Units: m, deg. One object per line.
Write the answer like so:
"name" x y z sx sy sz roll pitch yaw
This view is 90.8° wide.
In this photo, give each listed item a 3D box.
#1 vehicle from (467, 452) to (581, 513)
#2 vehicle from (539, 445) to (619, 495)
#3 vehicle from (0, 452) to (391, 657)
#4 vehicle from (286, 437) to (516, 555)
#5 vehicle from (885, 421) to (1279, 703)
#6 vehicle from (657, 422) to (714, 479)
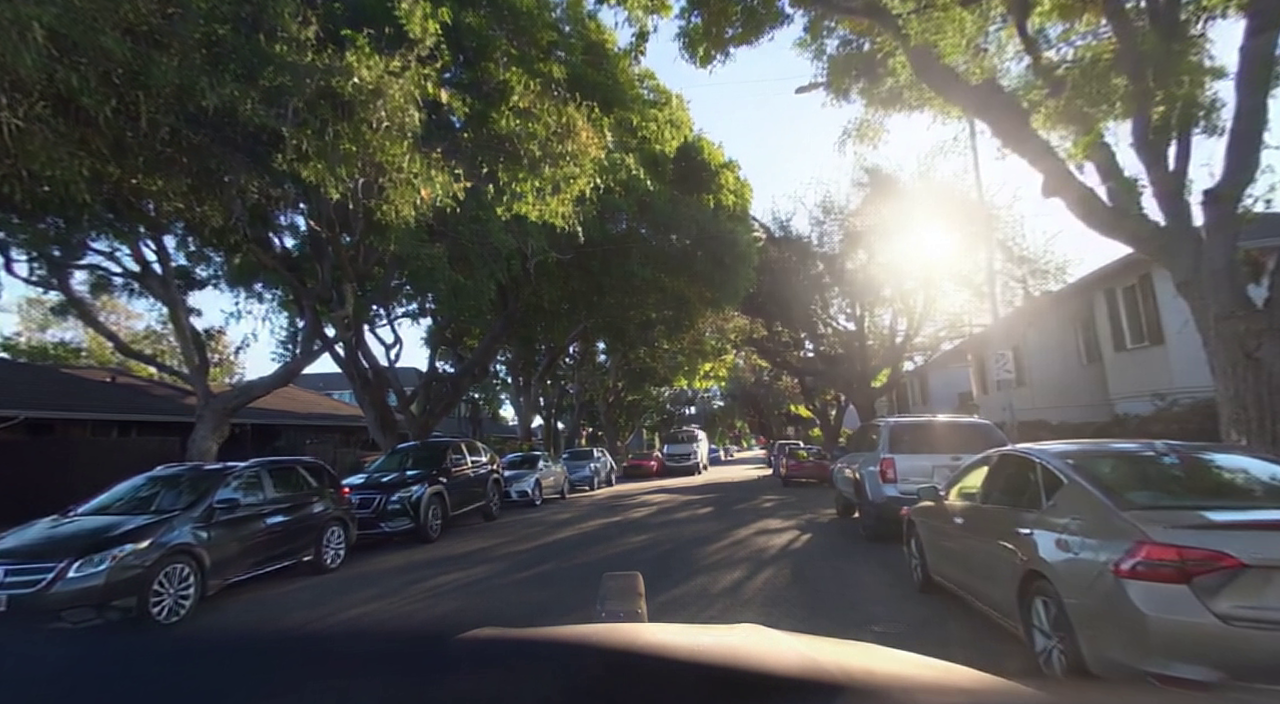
"vehicle" -3.217 3.734 18.636 1.861 1.474 4.749 -1 -8 8
"vehicle" -2.324 4.683 25.648 2.002 1.781 5.380 -1 -8 8
"vehicle" -4.884 1.939 7.254 1.855 1.510 4.406 -1 -8 6
"vehicle" -4.279 2.634 12.496 2.203 1.815 4.972 -1 -8 5
"vehicle" 3.388 1.297 4.421 1.992 1.456 4.610 -1 -8 7
"vehicle" 2.739 5.577 36.028 2.716 2.887 6.781 -1 -9 9
